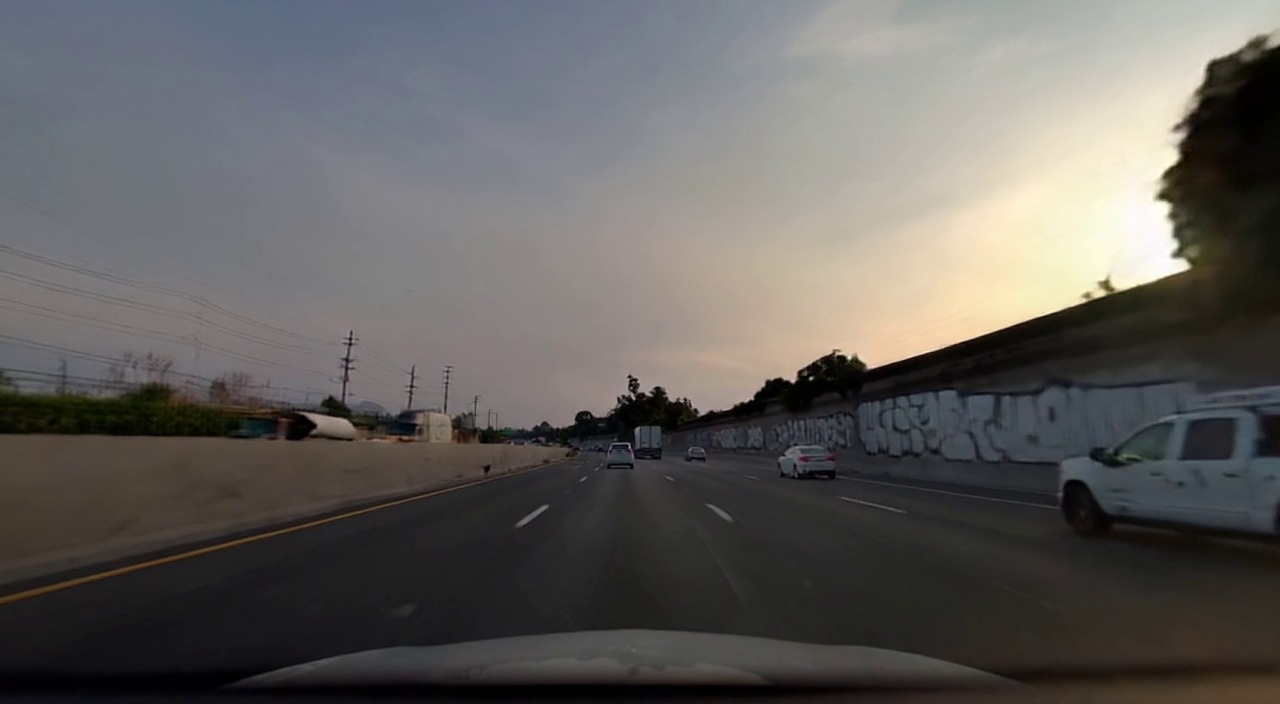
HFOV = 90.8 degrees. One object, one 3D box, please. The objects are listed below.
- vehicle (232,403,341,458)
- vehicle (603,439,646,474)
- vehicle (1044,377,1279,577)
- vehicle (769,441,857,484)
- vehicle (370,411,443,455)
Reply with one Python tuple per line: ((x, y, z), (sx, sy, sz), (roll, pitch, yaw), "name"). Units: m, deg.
((-21.622, 4.950, 39.187), (2.876, 3.127, 6.718), (0, -9, -1), "vehicle")
((-0.822, 5.479, 33.270), (2.191, 1.685, 3.353), (0, -9, -2), "vehicle")
((7.371, 1.284, 6.635), (2.325, 1.924, 5.838), (0, -9, -1), "vehicle")
((6.665, 4.294, 24.924), (2.032, 1.525, 4.631), (0, -9, -2), "vehicle")
((-18.016, 6.409, 49.389), (2.933, 3.133, 8.090), (0, -9, -3), "vehicle")
